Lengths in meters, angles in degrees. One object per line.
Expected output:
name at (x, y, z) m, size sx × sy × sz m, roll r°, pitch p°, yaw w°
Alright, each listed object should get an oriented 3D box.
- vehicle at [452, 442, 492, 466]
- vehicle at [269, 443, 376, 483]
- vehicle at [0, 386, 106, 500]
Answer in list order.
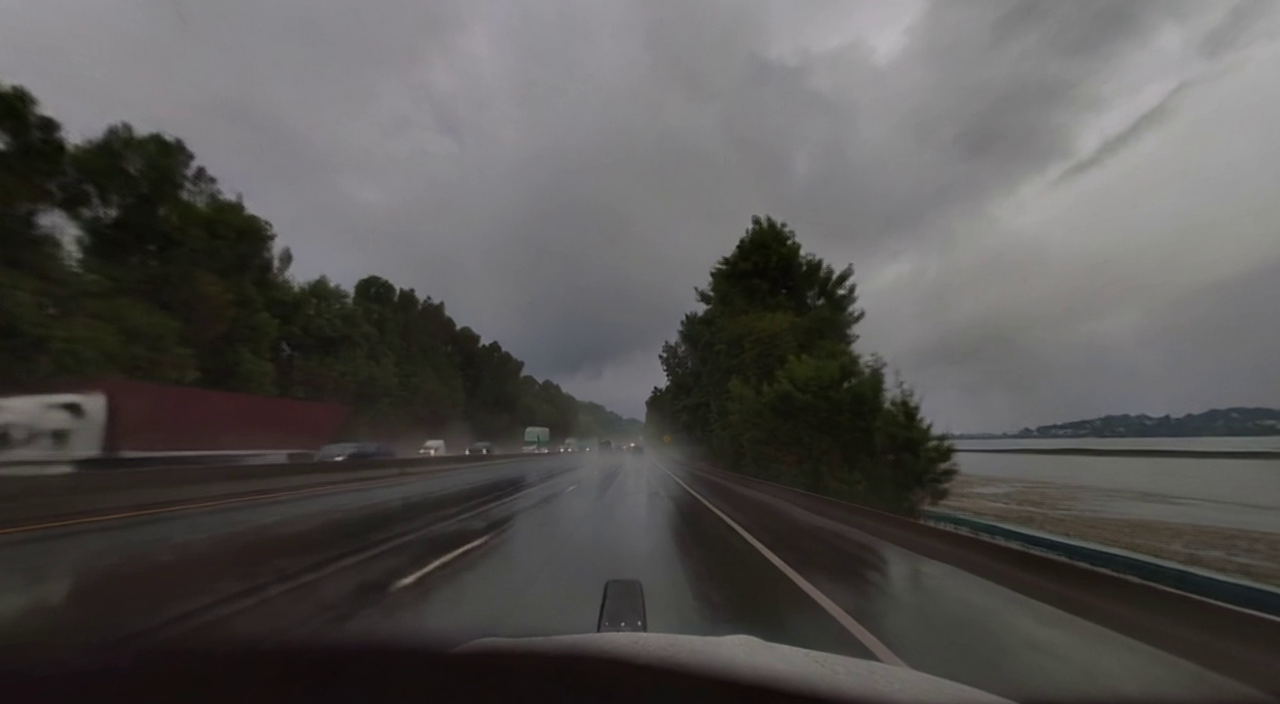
vehicle at (-12.725, 7.750, 48.025) m, size 1.869 × 1.684 × 4.115 m, roll 0°, pitch -9°, yaw 0°
vehicle at (-13.117, 4.600, 26.467) m, size 2.027 × 1.519 × 4.733 m, roll 0°, pitch -9°, yaw 0°
vehicle at (-17.935, 2.456, 17.035) m, size 2.369 × 2.953 × 4.847 m, roll -1°, pitch -9°, yaw 4°
